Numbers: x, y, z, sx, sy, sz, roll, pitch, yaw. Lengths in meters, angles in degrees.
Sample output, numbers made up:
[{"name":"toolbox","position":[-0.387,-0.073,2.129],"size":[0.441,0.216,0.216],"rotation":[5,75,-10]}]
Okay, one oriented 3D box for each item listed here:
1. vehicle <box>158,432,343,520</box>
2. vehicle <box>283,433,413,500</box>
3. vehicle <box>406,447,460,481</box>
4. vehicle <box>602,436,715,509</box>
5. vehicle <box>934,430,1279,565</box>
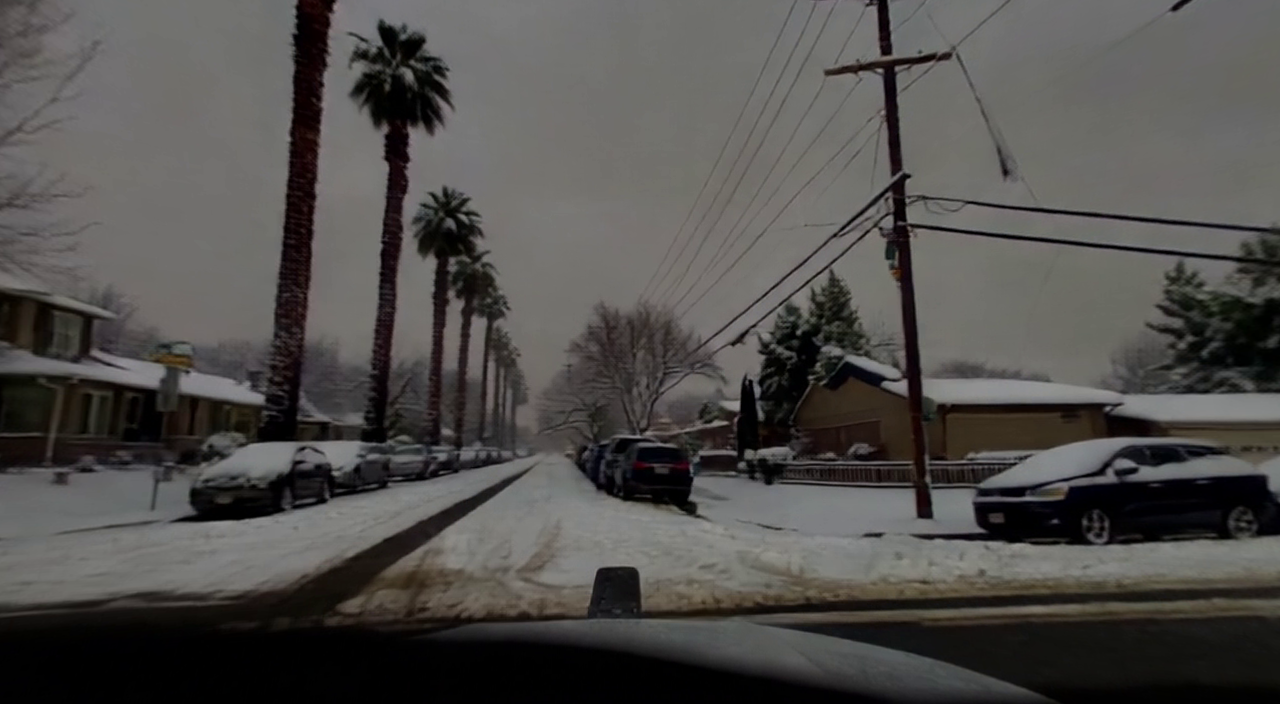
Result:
[{"name":"vehicle","position":[-8.849,2.818,14.940],"size":[2.198,1.724,4.493],"rotation":[2,-9,-11]},{"name":"vehicle","position":[-9.775,3.862,21.860],"size":[2.301,1.939,6.143],"rotation":[1,-9,-8]},{"name":"vehicle","position":[-12.305,6.681,37.874],"size":[2.178,1.865,4.658],"rotation":[1,-9,-8]},{"name":"vehicle","position":[0.347,3.618,19.646],"size":[2.505,1.895,5.805],"rotation":[2,-9,-8]},{"name":"vehicle","position":[8.880,2.477,11.522],"size":[5.971,1.967,2.385],"rotation":[0,-9,-11]}]
